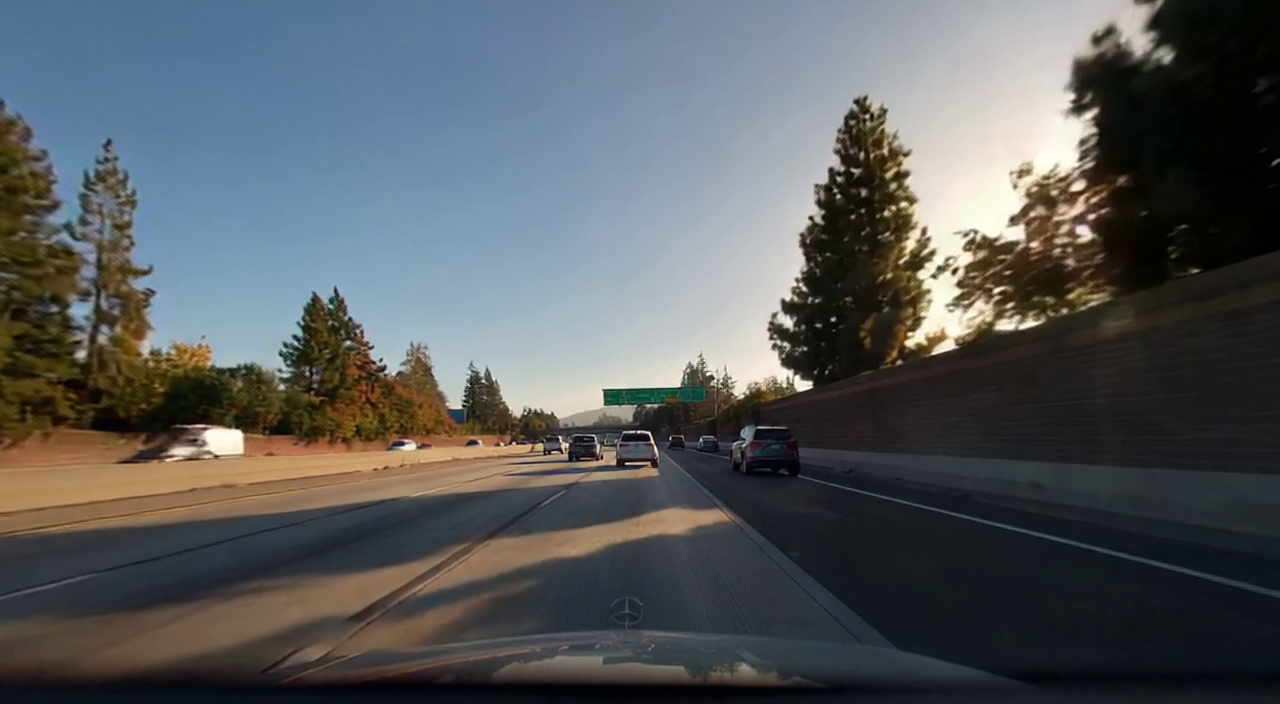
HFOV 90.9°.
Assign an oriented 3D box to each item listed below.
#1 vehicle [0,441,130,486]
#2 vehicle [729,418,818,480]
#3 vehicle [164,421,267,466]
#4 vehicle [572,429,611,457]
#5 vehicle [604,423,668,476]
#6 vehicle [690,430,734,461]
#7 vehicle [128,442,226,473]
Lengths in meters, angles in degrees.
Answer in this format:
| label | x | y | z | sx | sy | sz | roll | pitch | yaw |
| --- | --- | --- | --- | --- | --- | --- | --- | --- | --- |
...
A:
| label | x | y | z | sx | sy | sz | roll | pitch | yaw |
| --- | --- | --- | --- | --- | --- | --- | --- | --- | --- |
| vehicle | -21.754 | 4.106 | 23.508 | 1.861 | 1.507 | 4.264 | 0 | -8 | 1 |
| vehicle | 4.321 | 3.246 | 21.171 | 2.017 | 1.847 | 4.299 | 0 | -8 | -1 |
| vehicle | -32.257 | 7.025 | 48.364 | 2.747 | 3.186 | 7.228 | 0 | -8 | 1 |
| vehicle | -3.441 | 6.658 | 46.198 | 2.274 | 1.896 | 5.571 | 0 | -8 | 2 |
| vehicle | -0.122 | 3.706 | 24.086 | 2.233 | 1.804 | 4.273 | 0 | -8 | 0 |
| vehicle | 3.995 | 5.280 | 35.583 | 2.001 | 1.651 | 3.916 | 0 | -8 | 0 |
| vehicle | -25.247 | 5.739 | 34.615 | 1.894 | 1.567 | 4.472 | 0 | -8 | 0 |
